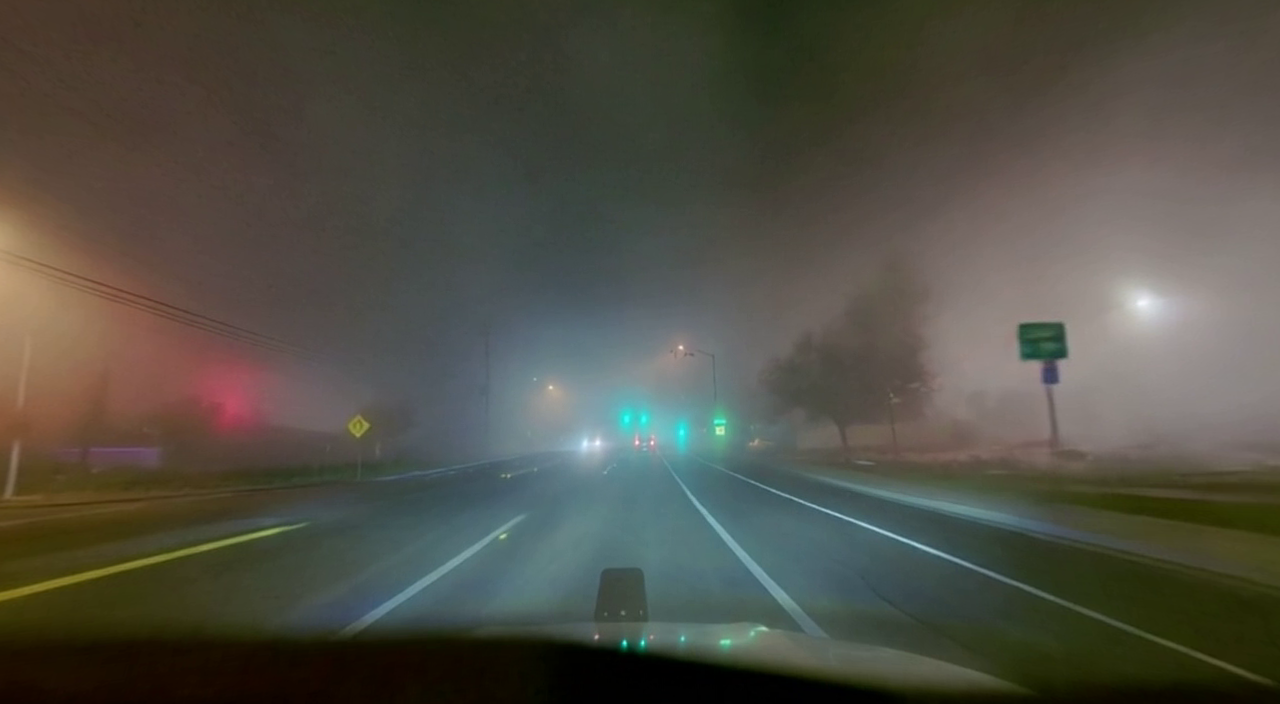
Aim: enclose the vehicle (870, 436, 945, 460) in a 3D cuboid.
[{"bbox_3d":[20.671,7.416,48.599,4.849,1.470,2.041,-3,-7,-8],"label":"vehicle"}]
